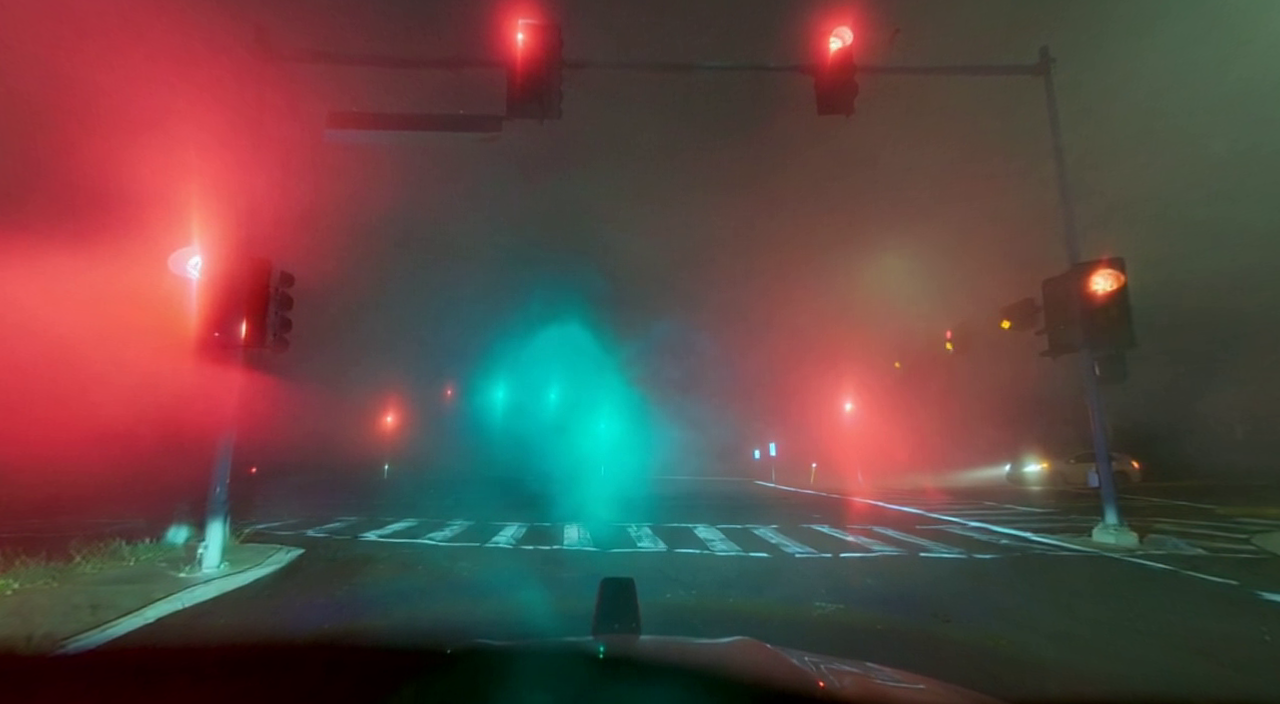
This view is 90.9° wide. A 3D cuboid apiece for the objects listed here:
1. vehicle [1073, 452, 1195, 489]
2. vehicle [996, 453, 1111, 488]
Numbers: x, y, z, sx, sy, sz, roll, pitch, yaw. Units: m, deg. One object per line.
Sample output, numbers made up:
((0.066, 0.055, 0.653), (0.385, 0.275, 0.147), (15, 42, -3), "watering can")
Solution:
((22.733, 5.478, 29.078), (3.998, 1.590, 1.936), (1, -12, -6), "vehicle")
((21.249, 6.137, 32.477), (4.455, 1.647, 2.124), (1, -12, -6), "vehicle")
